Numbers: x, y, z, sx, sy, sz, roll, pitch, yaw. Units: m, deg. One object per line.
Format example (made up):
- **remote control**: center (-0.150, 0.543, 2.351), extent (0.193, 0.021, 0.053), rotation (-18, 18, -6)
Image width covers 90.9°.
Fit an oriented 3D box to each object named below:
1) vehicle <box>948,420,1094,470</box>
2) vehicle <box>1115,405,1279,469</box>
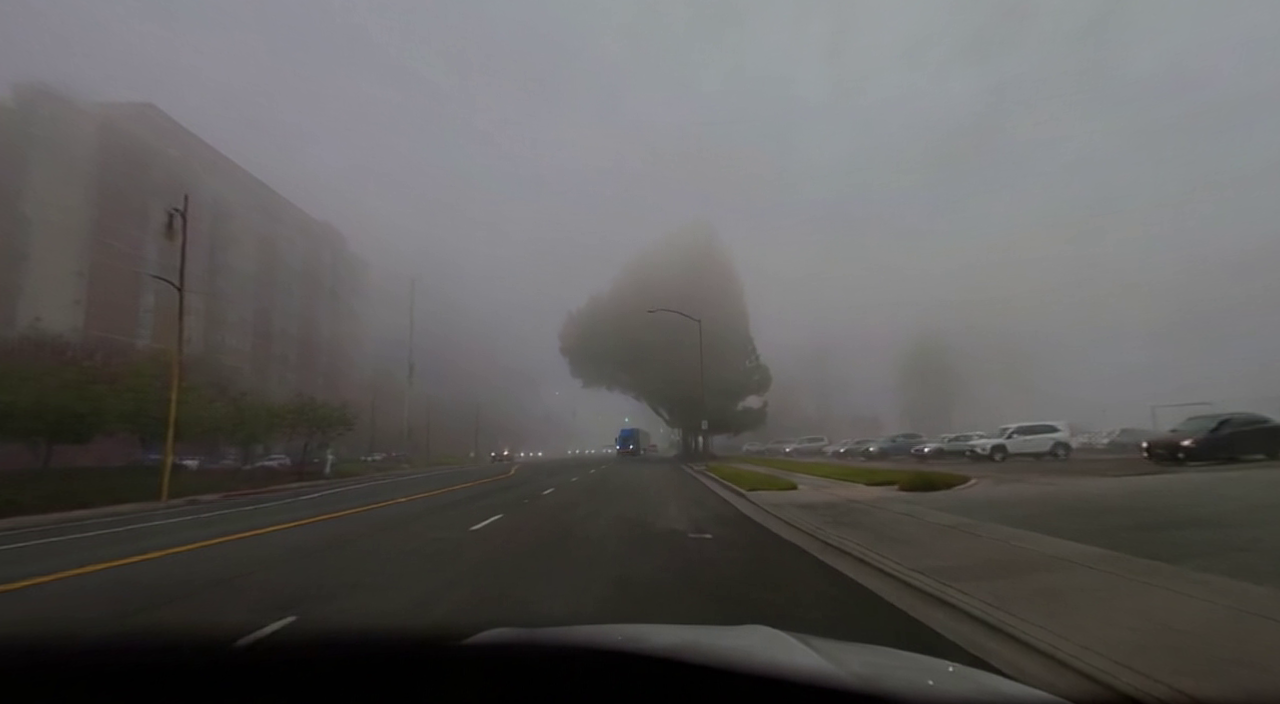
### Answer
- **vehicle**: center (16.435, 4.034, 27.326), extent (5.051, 2.038, 2.142), rotation (1, -9, -9)
- **vehicle**: center (17.445, 2.635, 19.354), extent (4.653, 1.782, 2.042), rotation (3, -9, -16)
